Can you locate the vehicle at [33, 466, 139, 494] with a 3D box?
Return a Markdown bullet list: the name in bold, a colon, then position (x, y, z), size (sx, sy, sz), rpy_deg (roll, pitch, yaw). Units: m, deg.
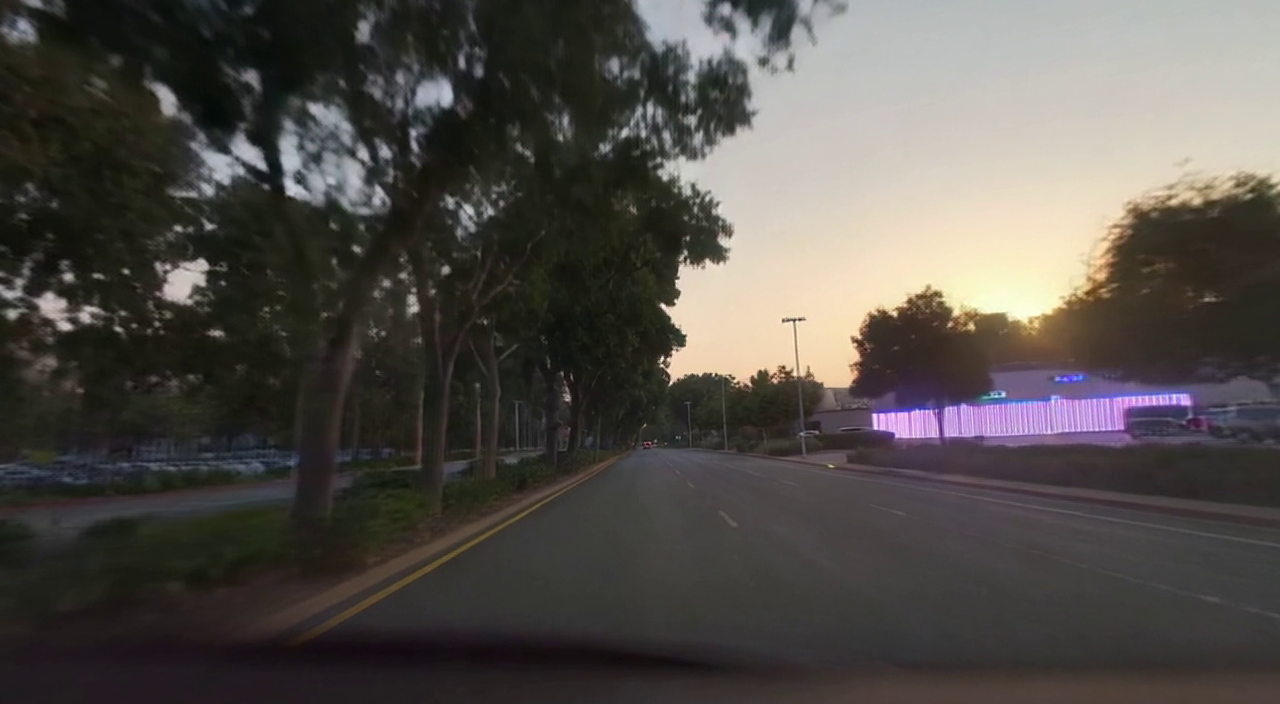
- **vehicle**: position (-30.951, 7.159, 35.303), size (3.970, 1.408, 1.825), rpy_deg (1, -11, -9)
